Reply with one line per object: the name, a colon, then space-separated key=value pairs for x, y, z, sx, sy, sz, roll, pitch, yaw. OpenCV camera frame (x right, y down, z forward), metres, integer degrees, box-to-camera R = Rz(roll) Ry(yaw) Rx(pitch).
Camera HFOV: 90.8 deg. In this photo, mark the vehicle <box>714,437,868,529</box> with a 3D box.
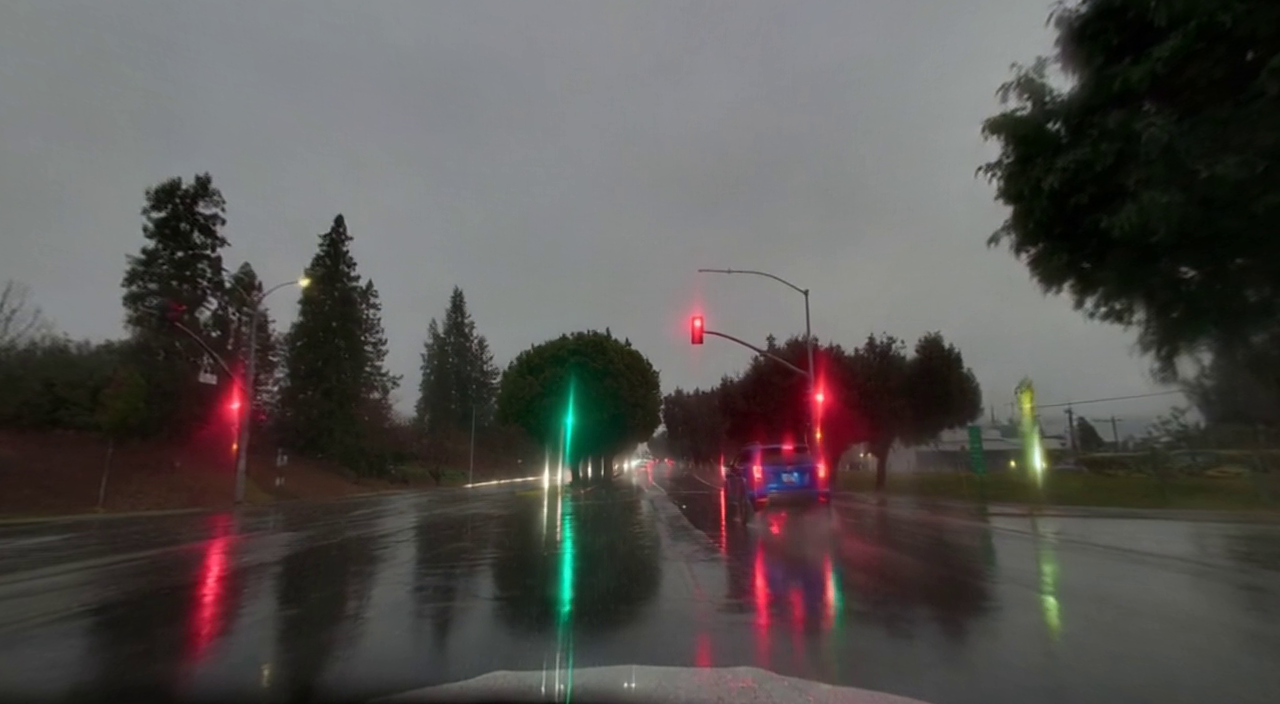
vehicle: x=3.052 y=2.754 z=14.019 sx=2.140 sy=1.655 sz=4.786 roll=1 pitch=-8 yaw=-1
